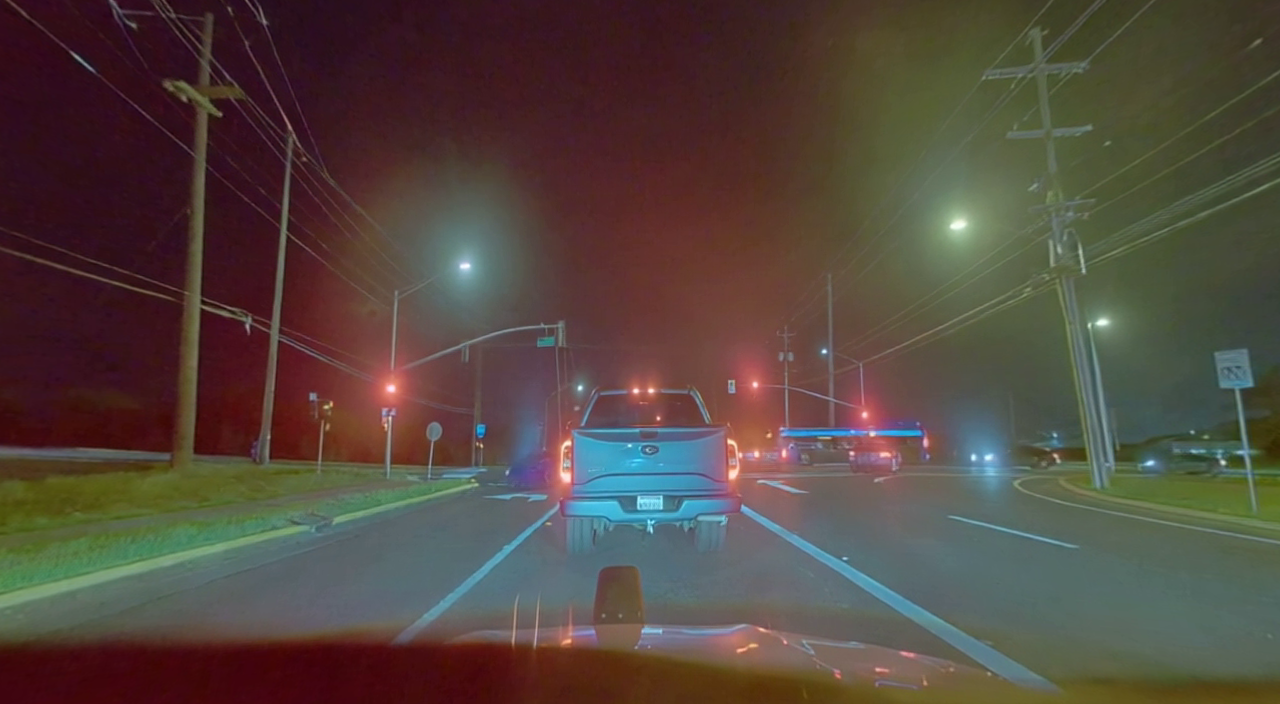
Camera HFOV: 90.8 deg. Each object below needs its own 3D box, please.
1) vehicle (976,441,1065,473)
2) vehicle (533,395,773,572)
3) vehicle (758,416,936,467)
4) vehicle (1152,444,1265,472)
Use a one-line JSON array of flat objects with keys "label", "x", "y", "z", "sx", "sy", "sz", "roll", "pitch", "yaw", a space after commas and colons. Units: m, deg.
[{"label": "vehicle", "x": 26.786, "y": 7.421, "z": 44.592, "sx": 5.077, "sy": 2.008, "sz": 1.991, "roll": 2, "pitch": -9, "yaw": -3}, {"label": "vehicle", "x": 0.096, "y": 1.883, "z": 9.963, "sx": 2.707, "sy": 1.964, "sz": 5.485, "roll": 0, "pitch": -8, "yaw": -1}, {"label": "vehicle", "x": 13.516, "y": 5.991, "z": 42.060, "sx": 10.726, "sy": 3.128, "sz": 3.003, "roll": -1, "pitch": -8, "yaw": 2}, {"label": "vehicle", "x": 36.896, "y": 6.882, "z": 41.079, "sx": 5.426, "sy": 1.728, "sz": 1.999, "roll": 0, "pitch": -8, "yaw": -2}]
